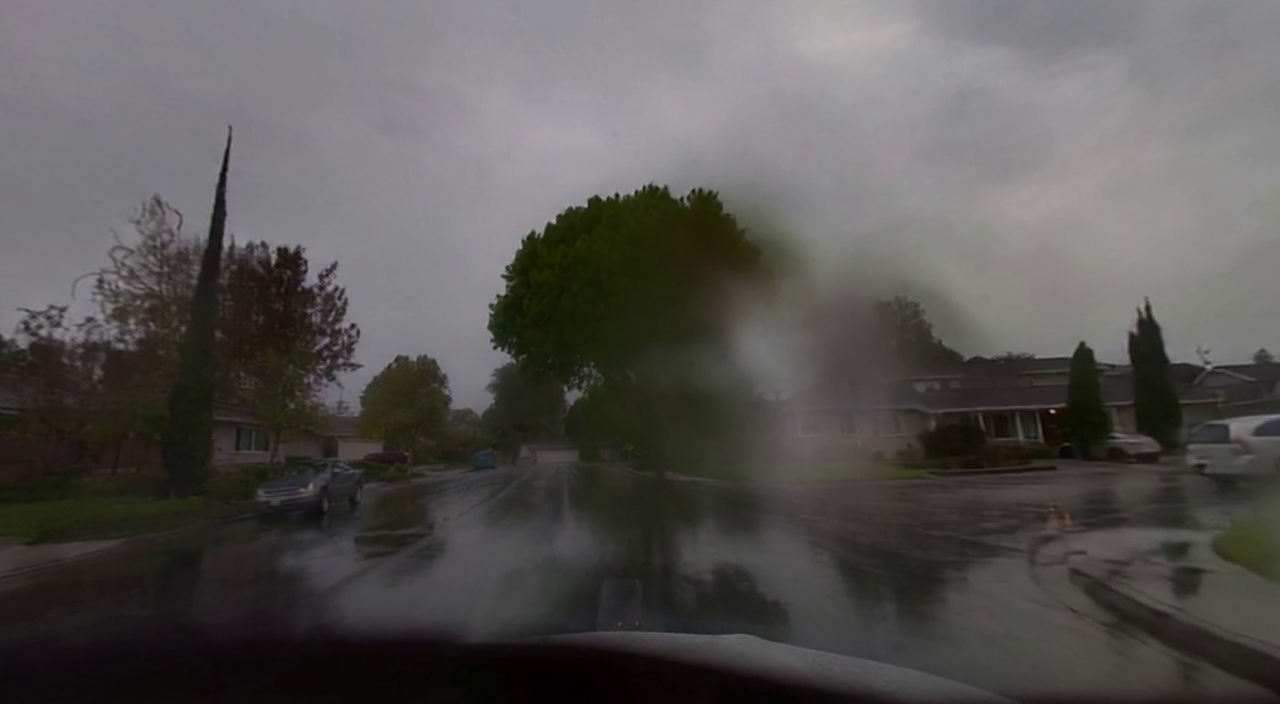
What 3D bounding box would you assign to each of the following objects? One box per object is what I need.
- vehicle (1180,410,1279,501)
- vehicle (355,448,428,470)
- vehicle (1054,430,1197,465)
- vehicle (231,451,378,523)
[{"bbox_3d":[15.167,2.245,13.837,4.933,1.817,2.014,1,-9,-7],"label":"vehicle"},{"bbox_3d":[-19.517,8.409,49.571,4.850,1.676,1.920,0,-9,-3],"label":"vehicle"},{"bbox_3d":[21.903,4.354,28.746,1.932,1.464,5.044,2,-9,-11],"label":"vehicle"},{"bbox_3d":[-8.549,3.431,16.543,1.938,1.499,4.290,-2,-9,-7],"label":"vehicle"}]
